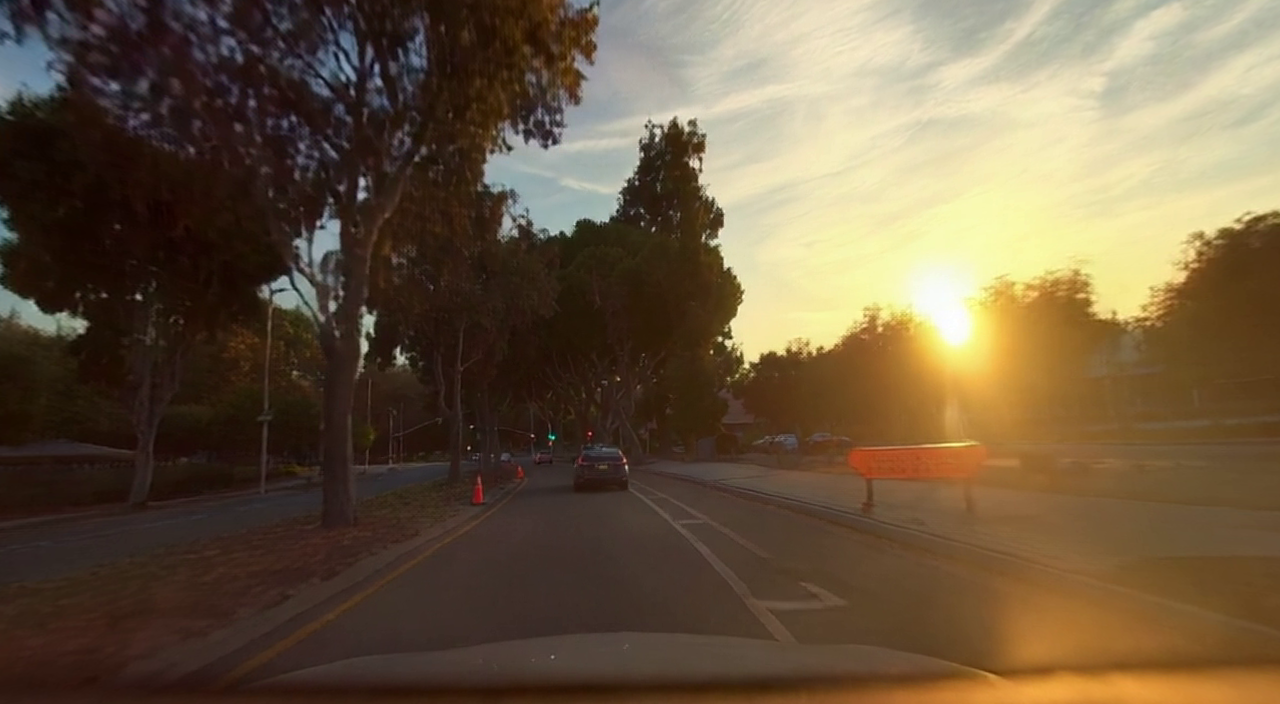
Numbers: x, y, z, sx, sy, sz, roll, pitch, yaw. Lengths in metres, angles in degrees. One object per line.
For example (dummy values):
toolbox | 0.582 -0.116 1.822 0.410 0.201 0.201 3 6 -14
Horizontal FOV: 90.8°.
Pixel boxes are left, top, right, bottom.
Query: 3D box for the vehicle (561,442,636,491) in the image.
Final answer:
vehicle | -1.554 3.905 21.983 2.266 1.508 4.430 1 -9 -8
